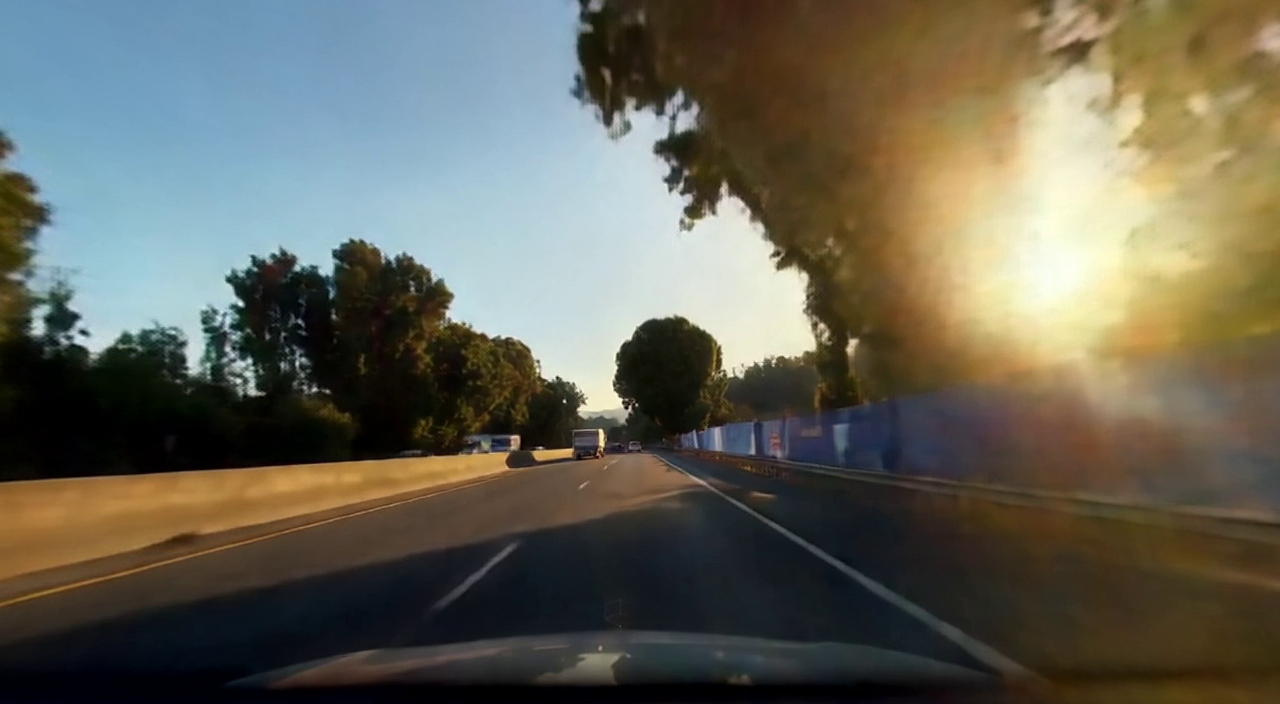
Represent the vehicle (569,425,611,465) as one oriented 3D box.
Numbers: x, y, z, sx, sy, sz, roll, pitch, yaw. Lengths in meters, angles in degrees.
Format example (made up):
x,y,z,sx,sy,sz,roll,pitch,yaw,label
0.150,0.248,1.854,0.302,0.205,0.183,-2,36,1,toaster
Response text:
x,y,z,sx,sy,sz,roll,pitch,yaw,label
-3.470,6.642,44.942,2.484,2.625,5.907,0,-8,0,vehicle
